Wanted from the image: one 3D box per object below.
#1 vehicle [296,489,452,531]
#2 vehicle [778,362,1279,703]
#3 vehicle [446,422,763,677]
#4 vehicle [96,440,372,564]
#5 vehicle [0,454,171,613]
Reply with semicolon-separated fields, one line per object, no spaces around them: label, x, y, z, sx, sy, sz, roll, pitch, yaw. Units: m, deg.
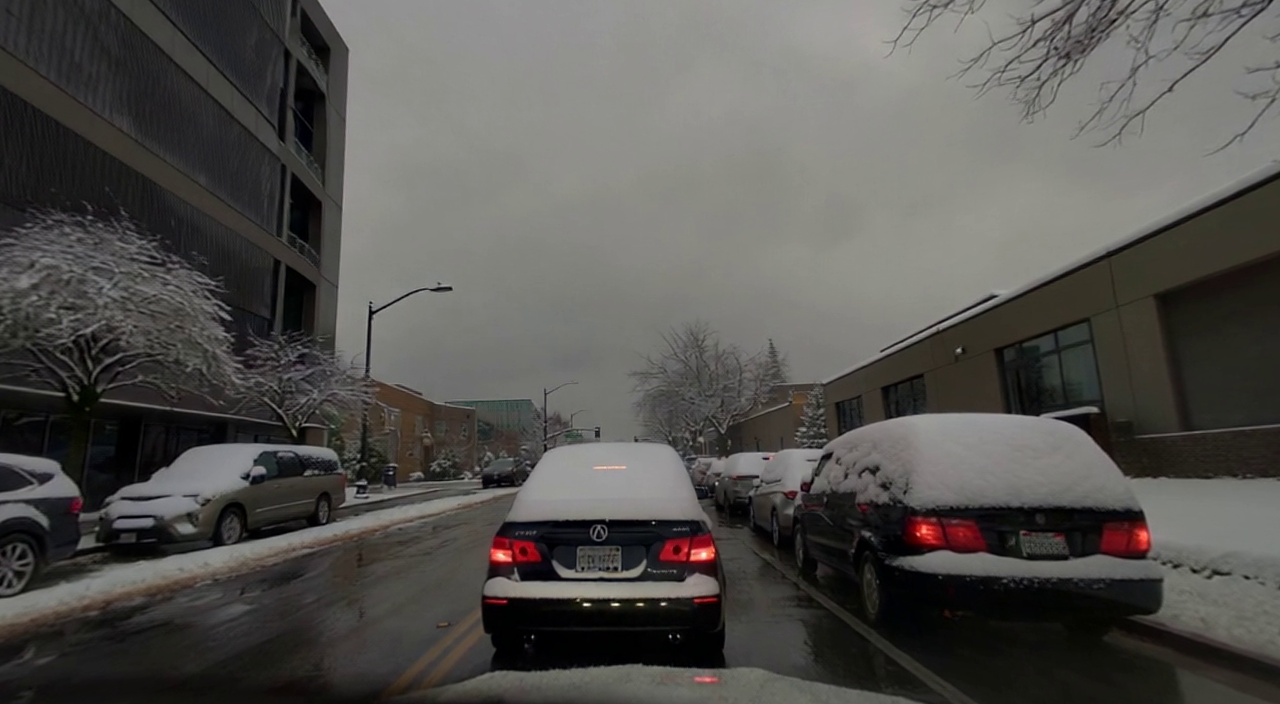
vehicle;-6.969;4.236;17.163;2.223;0.774;4.789;1;-10;0
vehicle;2.710;1.421;5.696;1.868;1.920;4.501;1;-10;0
vehicle;-0.199;1.599;5.927;2.018;1.583;3.646;1;-10;1
vehicle;-6.835;2.593;11.380;1.994;1.701;4.520;-2;-11;-1
vehicle;-6.983;1.693;5.875;1.900;1.471;4.202;1;-10;0
